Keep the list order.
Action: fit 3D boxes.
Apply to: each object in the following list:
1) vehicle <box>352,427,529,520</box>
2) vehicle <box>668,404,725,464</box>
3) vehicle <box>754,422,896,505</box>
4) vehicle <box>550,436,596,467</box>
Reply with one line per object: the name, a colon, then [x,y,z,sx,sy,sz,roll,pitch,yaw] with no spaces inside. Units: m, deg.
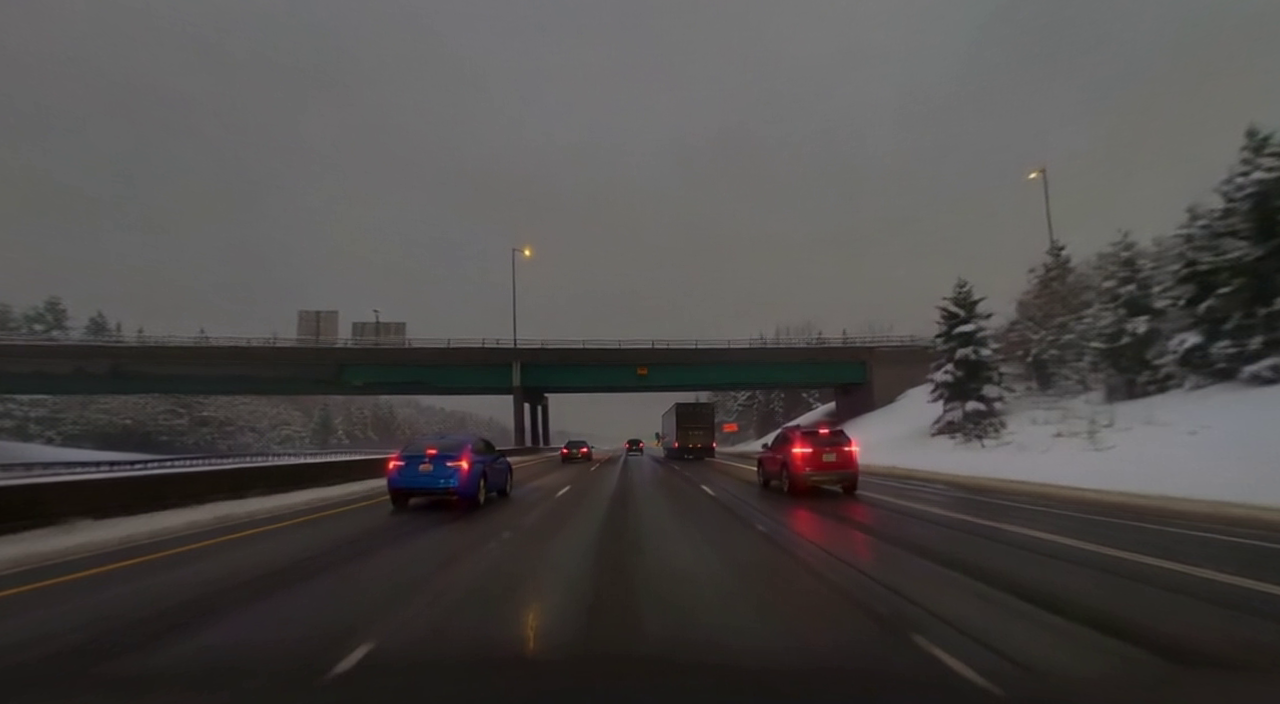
vehicle: [-3.716,2.336,12.735,2.122,1.486,4.532,-1,-8,0]
vehicle: [3.665,5.774,44.097,2.824,3.585,11.410,-1,-8,-1]
vehicle: [4.065,2.520,14.661,2.001,1.625,4.088,-1,-8,-1]
vehicle: [-3.522,5.291,33.737,2.064,1.479,4.370,-1,-8,-1]
